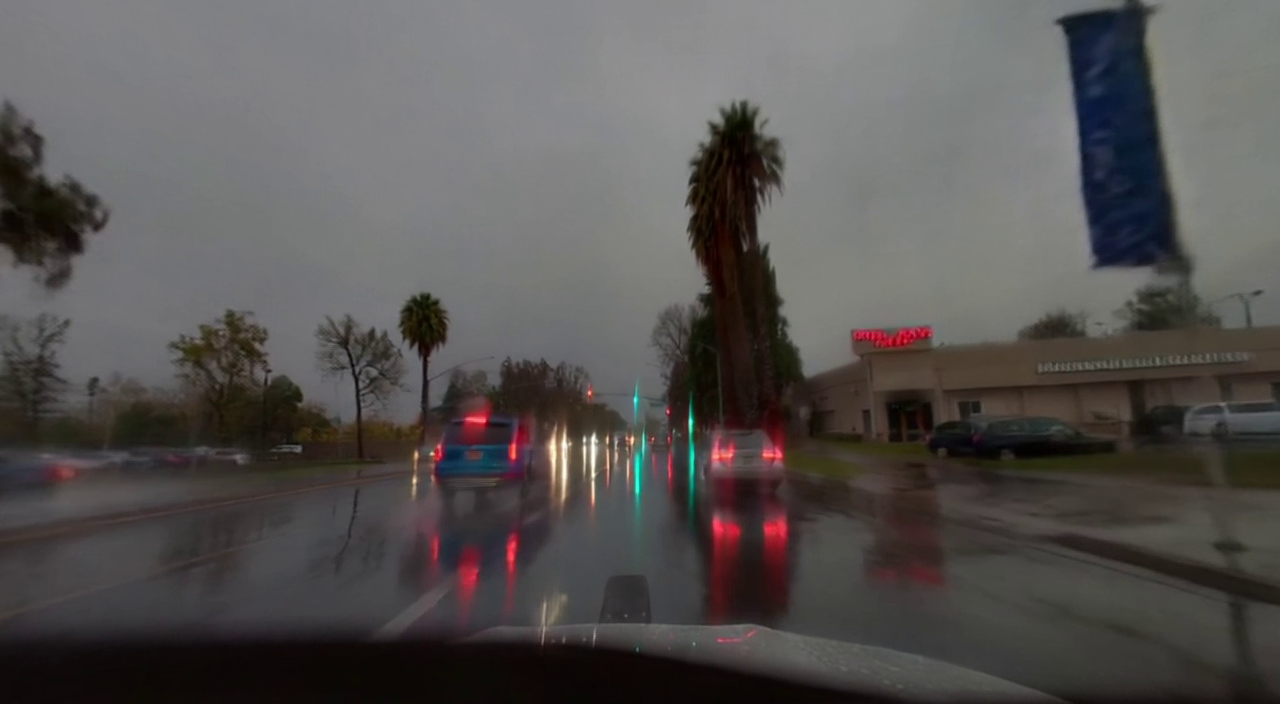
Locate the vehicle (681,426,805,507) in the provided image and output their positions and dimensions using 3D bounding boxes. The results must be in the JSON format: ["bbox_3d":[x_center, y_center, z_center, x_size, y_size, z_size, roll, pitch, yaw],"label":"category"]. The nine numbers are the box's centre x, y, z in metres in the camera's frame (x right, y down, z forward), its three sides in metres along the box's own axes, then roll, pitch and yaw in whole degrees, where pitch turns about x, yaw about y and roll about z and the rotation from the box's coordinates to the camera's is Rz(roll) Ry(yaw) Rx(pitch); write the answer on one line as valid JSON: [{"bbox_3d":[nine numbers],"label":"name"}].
[{"bbox_3d":[2.044,2.443,13.928,1.919,1.472,4.470,0,-8,-1],"label":"vehicle"}]

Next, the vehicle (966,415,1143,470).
[{"bbox_3d":[11.795,2.608,18.161,1.874,1.386,3.745,6,-10,-36],"label":"vehicle"}]

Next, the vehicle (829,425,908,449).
[{"bbox_3d":[15.003,5.657,41.657,4.680,1.506,2.017,-3,-9,14],"label":"vehicle"}]

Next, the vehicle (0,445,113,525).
[{"bbox_3d":[-14.245,2.831,13.485,1.942,1.645,4.538,0,-8,0],"label":"vehicle"}]

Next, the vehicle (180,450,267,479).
[{"bbox_3d":[-26.755,7.210,40.553,4.343,1.452,2.097,4,-11,-43],"label":"vehicle"}]

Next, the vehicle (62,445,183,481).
[{"bbox_3d":[-26.910,5.739,32.910,4.667,1.680,2.082,7,-11,-40],"label":"vehicle"}]

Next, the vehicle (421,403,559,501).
[{"bbox_3d":[-3.378,2.387,15.282,2.152,1.987,4.527,0,-8,1],"label":"vehicle"}]

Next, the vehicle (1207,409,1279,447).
[{"bbox_3d":[25.744,3.097,25.494,3.833,1.455,1.927,1,-8,-6],"label":"vehicle"}]

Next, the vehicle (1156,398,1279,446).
[{"bbox_3d":[26.662,3.170,28.301,5.306,2.010,2.234,1,-8,-8],"label":"vehicle"}]
